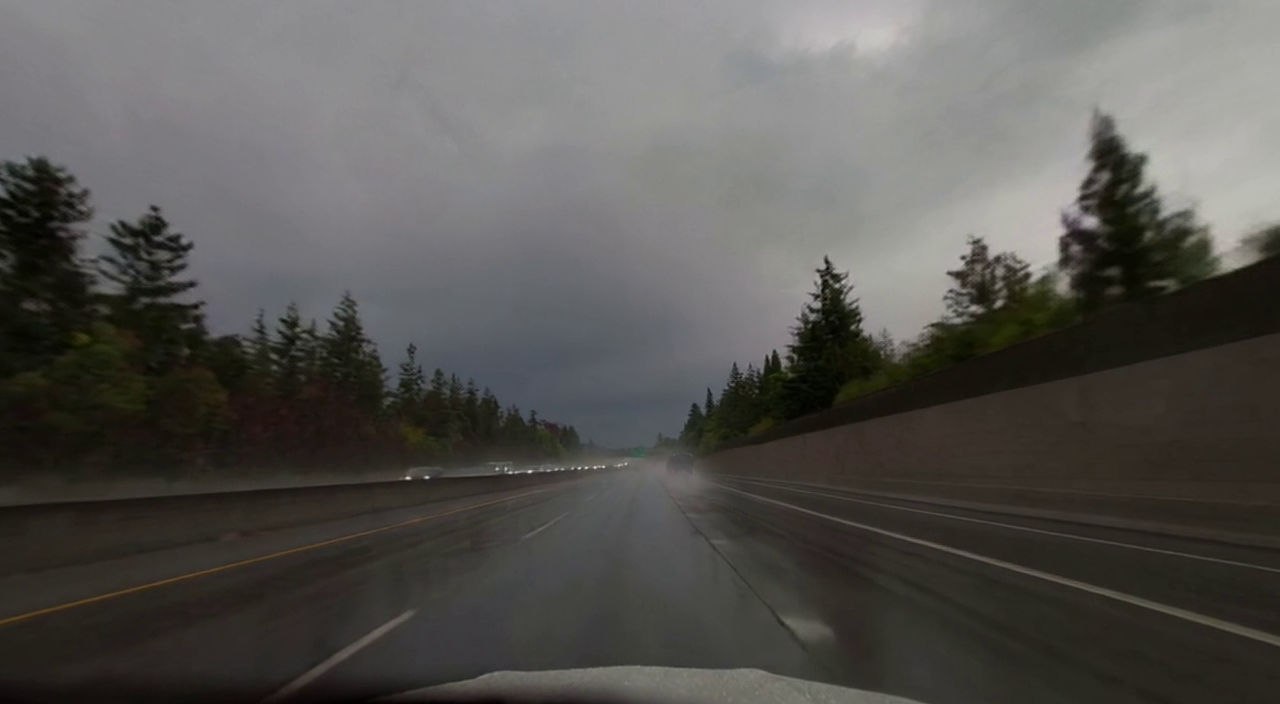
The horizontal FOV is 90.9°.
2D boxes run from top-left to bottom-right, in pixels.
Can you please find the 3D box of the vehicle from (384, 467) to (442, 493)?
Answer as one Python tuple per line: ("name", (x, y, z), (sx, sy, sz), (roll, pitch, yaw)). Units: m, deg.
("vehicle", (-14.389, 8.140, 40.209), (1.903, 1.514, 4.696), (1, -10, 0))
